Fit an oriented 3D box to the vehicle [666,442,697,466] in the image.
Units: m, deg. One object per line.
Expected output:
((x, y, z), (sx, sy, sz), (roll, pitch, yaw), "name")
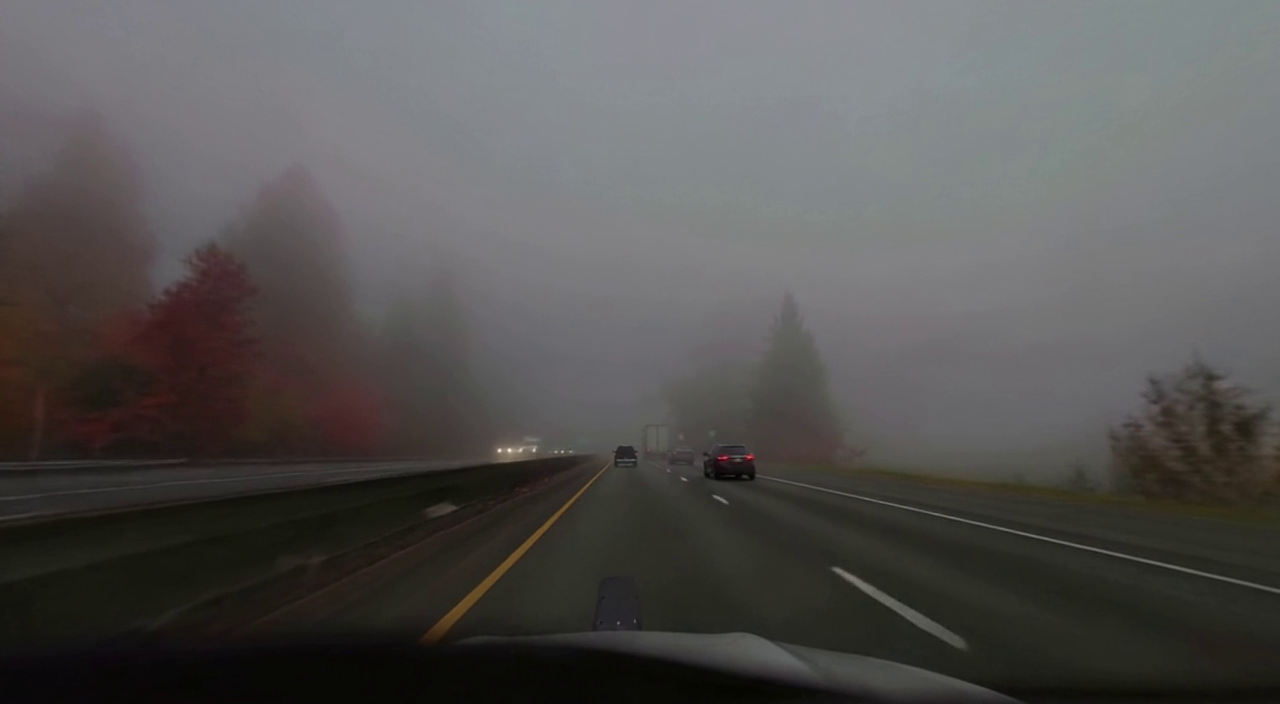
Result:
((3.134, 7.842, 48.468), (1.982, 1.745, 4.151), (0, -9, -2), "vehicle")

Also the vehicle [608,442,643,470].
((-0.958, 6.763, 40.998), (2.151, 1.693, 4.201), (0, -9, -2), "vehicle")

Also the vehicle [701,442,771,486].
((3.577, 4.247, 23.990), (1.968, 1.513, 3.911), (0, -9, -1), "vehicle")
